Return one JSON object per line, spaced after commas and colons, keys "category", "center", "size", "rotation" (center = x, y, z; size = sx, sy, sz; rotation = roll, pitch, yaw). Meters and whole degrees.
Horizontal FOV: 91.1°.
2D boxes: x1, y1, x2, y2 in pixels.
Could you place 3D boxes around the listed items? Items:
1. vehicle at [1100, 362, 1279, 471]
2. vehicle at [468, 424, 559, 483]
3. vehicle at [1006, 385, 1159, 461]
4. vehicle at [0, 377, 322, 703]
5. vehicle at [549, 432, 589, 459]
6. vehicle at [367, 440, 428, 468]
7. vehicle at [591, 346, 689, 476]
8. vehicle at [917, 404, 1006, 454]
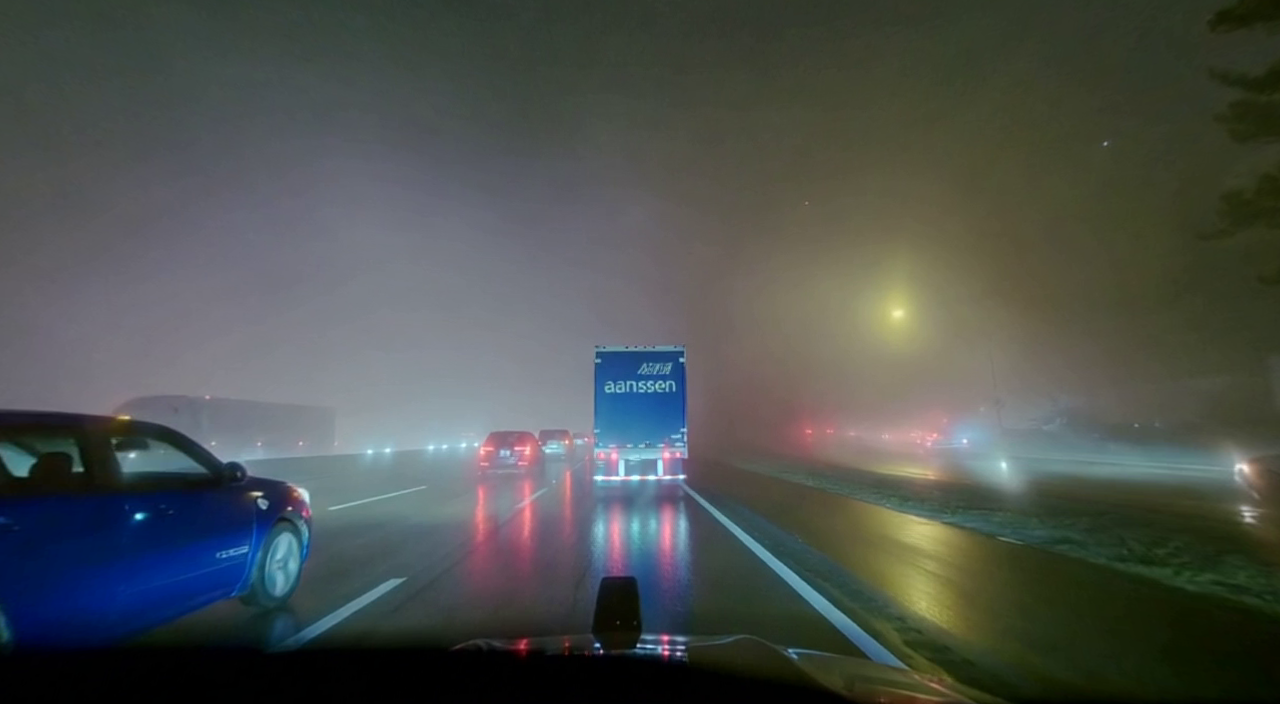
{"category": "vehicle", "center": [19.128, 2.247, 21.124], "size": [2.595, 3.137, 6.079], "rotation": [0, -8, 0]}
{"category": "vehicle", "center": [-3.707, 3.043, 19.186], "size": [1.946, 1.599, 4.073], "rotation": [0, -8, 0]}
{"category": "vehicle", "center": [19.378, 3.219, 28.062], "size": [2.443, 3.006, 5.844], "rotation": [0, -8, 0]}
{"category": "vehicle", "center": [-3.665, 0.925, 3.033], "size": [1.964, 1.507, 4.361], "rotation": [0, -8, 0]}
{"category": "vehicle", "center": [-4.184, 5.603, 37.702], "size": [1.921, 1.524, 3.912], "rotation": [0, -8, 0]}
{"category": "vehicle", "center": [-15.390, 6.453, 40.189], "size": [1.948, 1.625, 4.708], "rotation": [0, -8, 0]}
{"category": "vehicle", "center": [-0.052, 2.641, 26.005], "size": [3.171, 4.204, 11.036], "rotation": [0, -8, -1]}
{"category": "vehicle", "center": [18.965, 4.600, 37.489], "size": [2.432, 2.753, 5.388], "rotation": [0, -8, 1]}
